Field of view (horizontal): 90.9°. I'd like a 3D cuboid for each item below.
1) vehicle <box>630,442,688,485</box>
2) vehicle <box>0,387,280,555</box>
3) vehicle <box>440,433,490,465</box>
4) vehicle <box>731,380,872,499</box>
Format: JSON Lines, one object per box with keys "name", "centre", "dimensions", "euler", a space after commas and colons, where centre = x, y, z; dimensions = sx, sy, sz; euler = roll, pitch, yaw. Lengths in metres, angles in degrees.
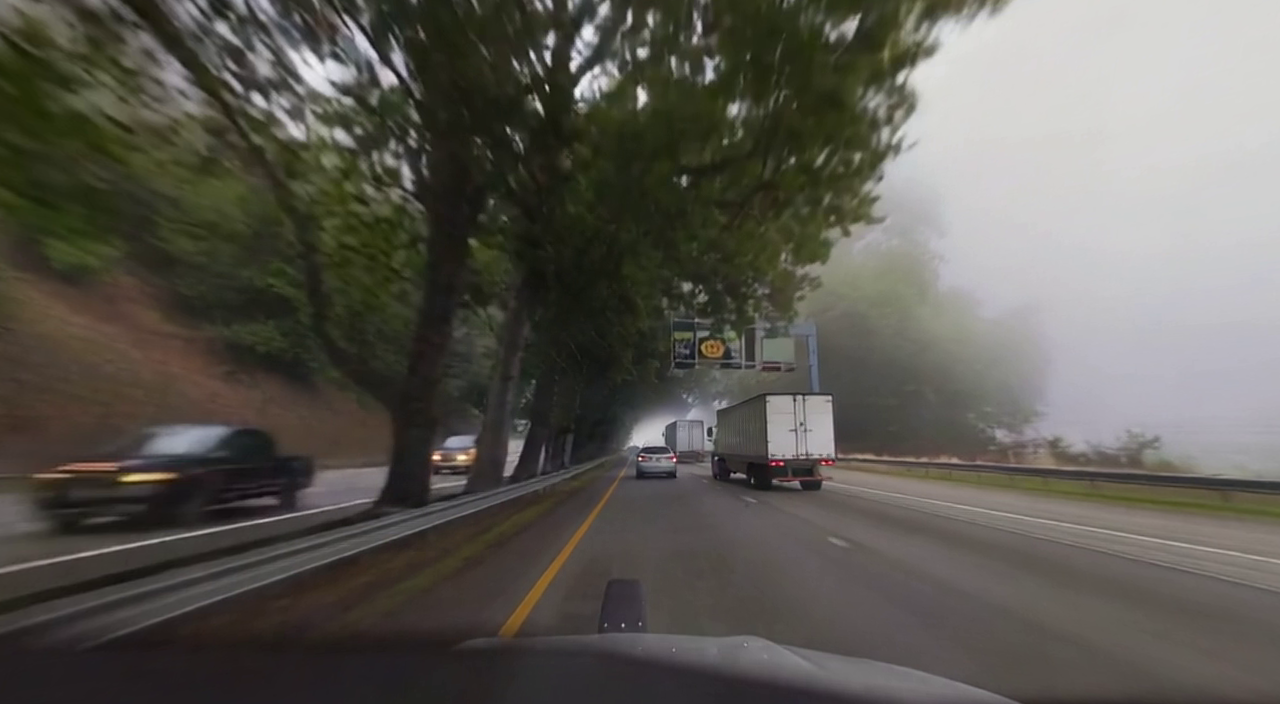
{"name": "vehicle", "centre": [0.656, 4.334, 24.835], "dimensions": [2.069, 1.523, 4.012], "euler": [0, -9, -1]}
{"name": "vehicle", "centre": [-7.580, 1.635, 9.177], "dimensions": [2.015, 1.839, 4.385], "euler": [0, -9, 0]}
{"name": "vehicle", "centre": [-11.744, 6.560, 42.604], "dimensions": [2.056, 2.054, 4.765], "euler": [0, -9, 0]}
{"name": "vehicle", "centre": [5.000, 2.984, 21.275], "dimensions": [2.600, 3.282, 7.635], "euler": [0, -9, -1]}
